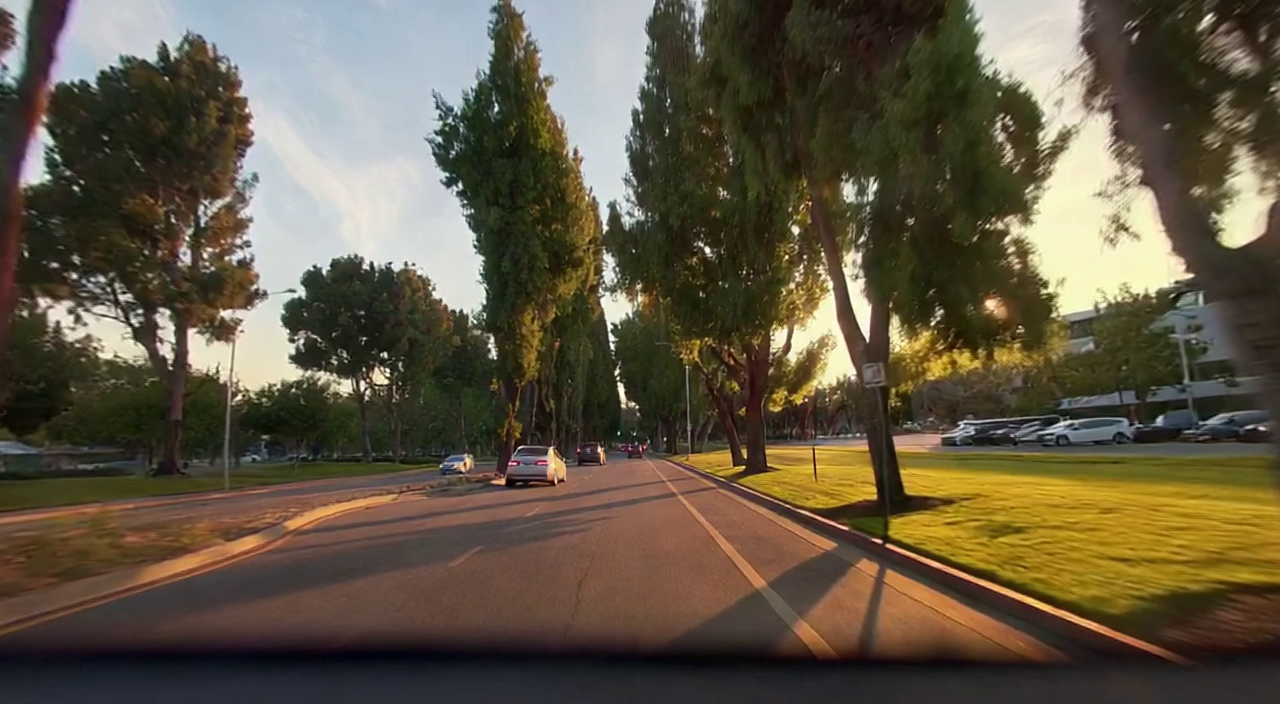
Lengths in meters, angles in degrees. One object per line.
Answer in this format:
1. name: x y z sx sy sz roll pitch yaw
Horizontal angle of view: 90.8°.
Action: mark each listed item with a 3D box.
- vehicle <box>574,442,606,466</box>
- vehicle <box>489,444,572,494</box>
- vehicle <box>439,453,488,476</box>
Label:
1. vehicle: -3.783 7.755 48.286 2.077 1.725 4.153 0 -9 1
2. vehicle: -3.439 3.759 20.660 1.932 1.431 4.144 0 -9 0
3. vehicle: -11.818 7.536 42.553 1.924 1.430 4.417 -1 -9 1
